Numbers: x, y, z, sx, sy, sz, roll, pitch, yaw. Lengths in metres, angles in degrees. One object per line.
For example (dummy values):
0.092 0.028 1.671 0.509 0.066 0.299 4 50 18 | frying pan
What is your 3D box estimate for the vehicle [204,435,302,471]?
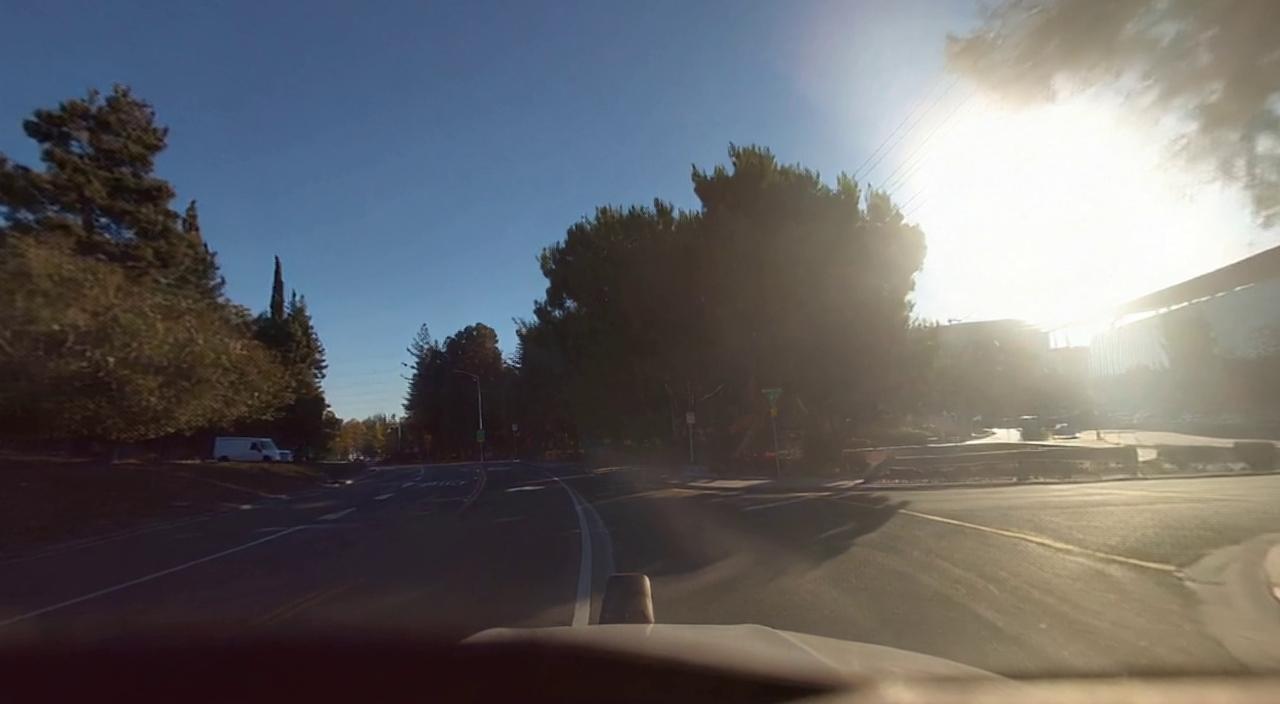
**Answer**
-23.124 6.034 37.754 4.699 1.996 2.116 -2 -9 11 | vehicle
